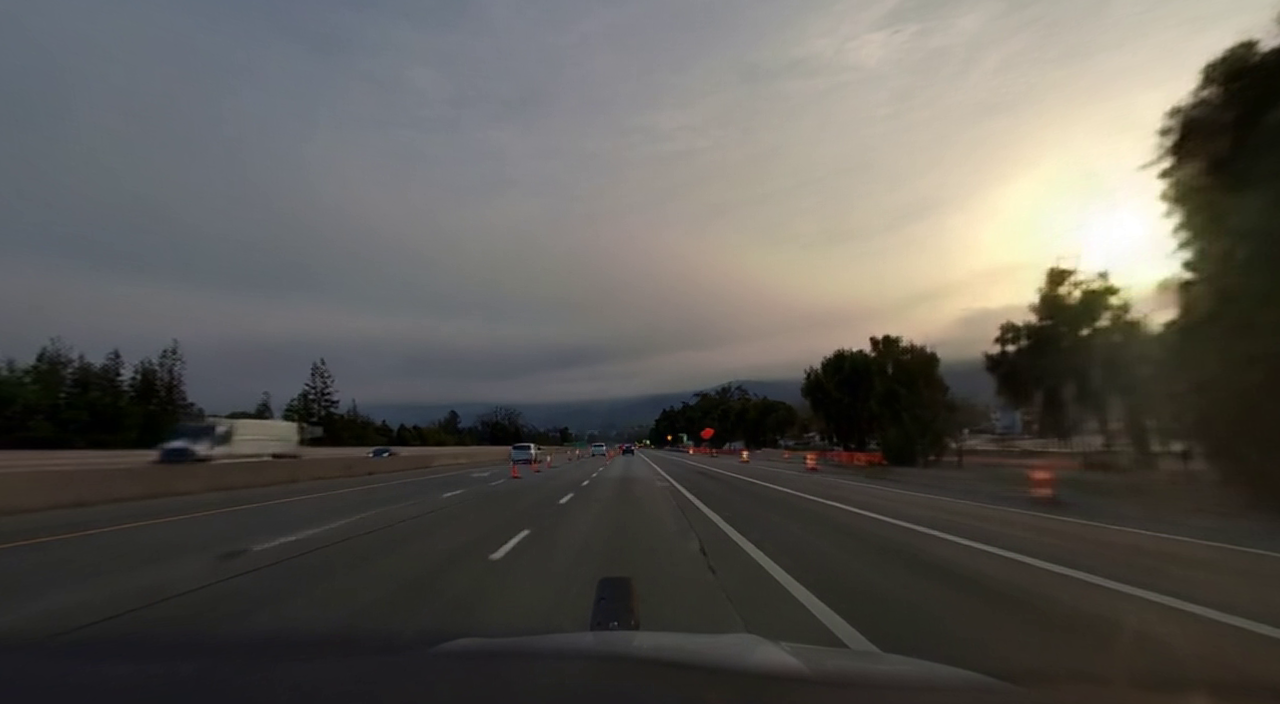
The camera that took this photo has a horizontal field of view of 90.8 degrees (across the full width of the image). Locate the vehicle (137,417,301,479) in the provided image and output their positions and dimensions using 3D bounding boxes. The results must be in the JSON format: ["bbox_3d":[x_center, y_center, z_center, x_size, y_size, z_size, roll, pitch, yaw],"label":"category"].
[{"bbox_3d":[-24.045,5.629,37.085,2.856,3.156,9.811,0,-9,0],"label":"vehicle"}]

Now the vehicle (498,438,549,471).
[{"bbox_3d":[-6.586,5.831,36.162,2.036,1.758,4.529,0,-9,0],"label":"vehicle"}]
